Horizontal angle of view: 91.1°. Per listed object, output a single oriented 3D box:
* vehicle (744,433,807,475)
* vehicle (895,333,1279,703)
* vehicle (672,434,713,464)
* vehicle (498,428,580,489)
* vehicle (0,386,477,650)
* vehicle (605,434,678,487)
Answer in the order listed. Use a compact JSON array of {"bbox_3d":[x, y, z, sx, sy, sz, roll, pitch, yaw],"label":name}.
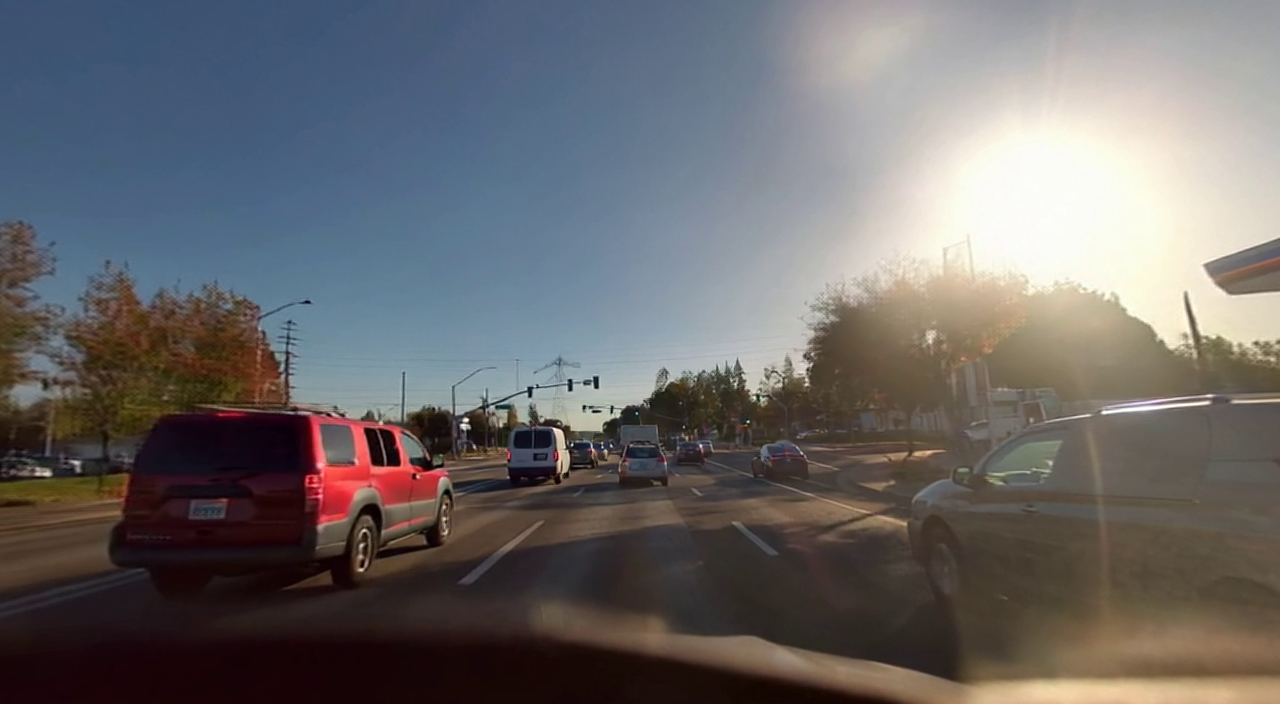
[{"bbox_3d":[6.012,4.594,28.487,2.119,1.696,4.623,-1,-8,4],"label":"vehicle"},{"bbox_3d":[3.598,1.032,3.866,2.055,1.786,4.817,0,-8,1],"label":"vehicle"},{"bbox_3d":[3.316,6.311,40.817,2.193,1.795,5.130,0,-8,0],"label":"vehicle"},{"bbox_3d":[-3.469,3.769,22.630,2.025,1.936,4.995,0,-8,1],"label":"vehicle"},{"bbox_3d":[-3.515,1.482,6.846,2.002,1.747,5.173,0,-8,1],"label":"vehicle"},{"bbox_3d":[0.068,3.999,23.579,2.426,1.703,5.602,0,-8,1],"label":"vehicle"}]
